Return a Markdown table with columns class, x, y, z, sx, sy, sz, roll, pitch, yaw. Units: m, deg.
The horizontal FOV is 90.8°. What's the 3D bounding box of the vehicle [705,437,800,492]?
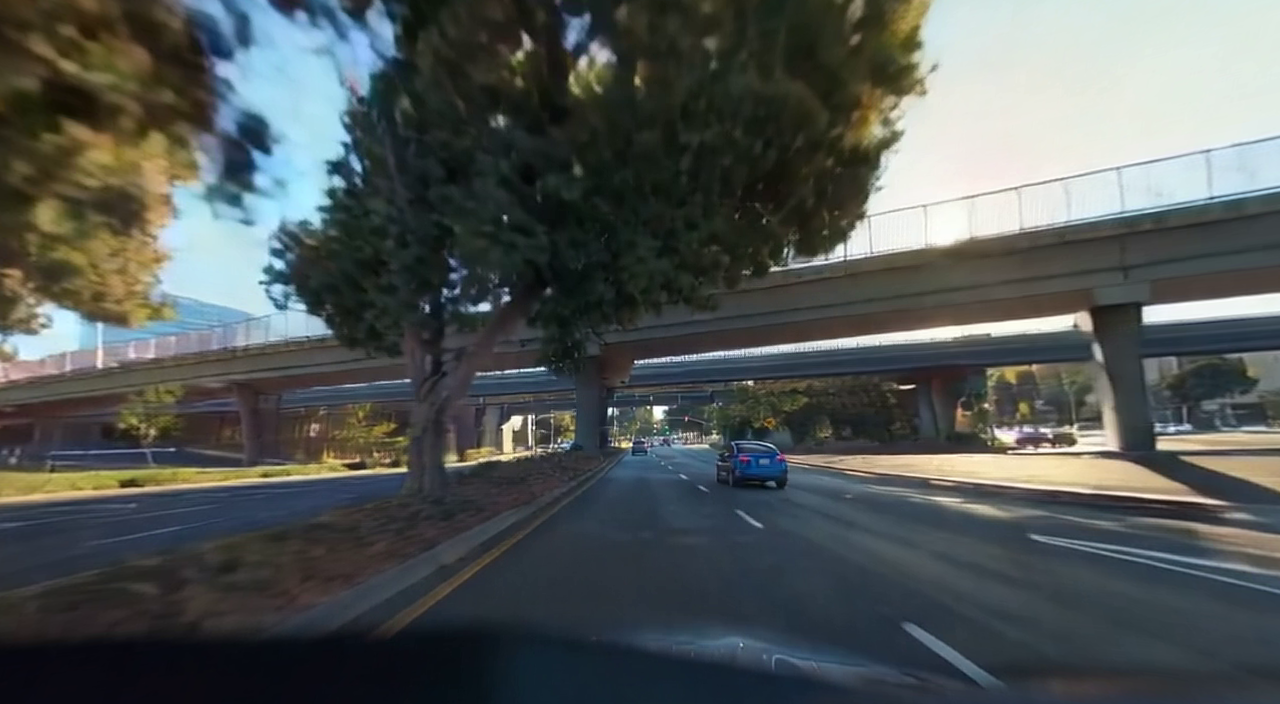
| class | x | y | z | sx | sy | sz | roll | pitch | yaw |
| --- | --- | --- | --- | --- | --- | --- | --- | --- | --- |
| vehicle | 3.357 | 3.459 | 19.811 | 2.062 | 1.484 | 4.332 | 0 | -8 | -1 |
